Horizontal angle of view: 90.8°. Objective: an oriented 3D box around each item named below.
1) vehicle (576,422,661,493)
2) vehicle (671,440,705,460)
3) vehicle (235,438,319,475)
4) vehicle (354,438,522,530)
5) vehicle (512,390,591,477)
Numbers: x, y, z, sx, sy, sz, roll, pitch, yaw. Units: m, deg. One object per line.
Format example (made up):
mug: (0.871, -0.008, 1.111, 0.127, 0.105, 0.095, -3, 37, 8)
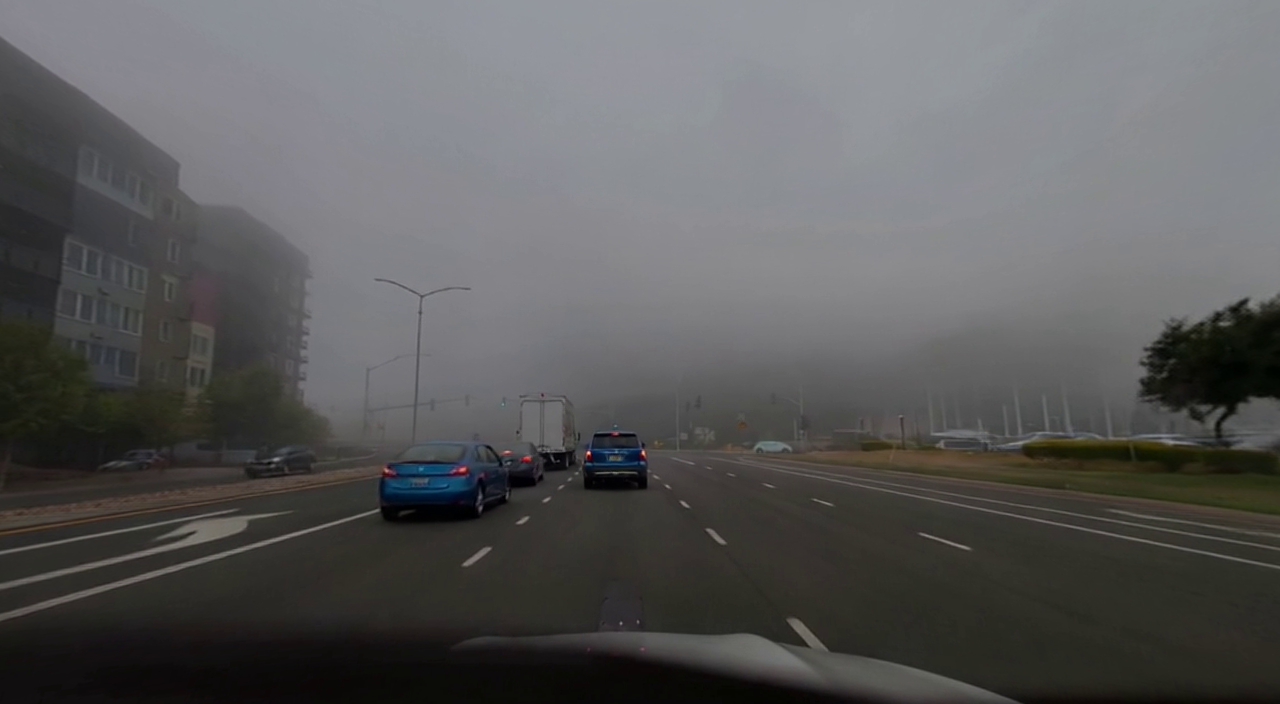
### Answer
vehicle: (-0.660, 3.155, 19.224, 2.260, 1.872, 4.578, 0, -8, -2)
vehicle: (3.732, 7.626, 49.365, 1.967, 1.480, 4.286, 1, -8, -5)
vehicle: (-19.683, 5.684, 34.516, 2.089, 1.861, 4.615, 1, -8, -4)
vehicle: (-3.654, 2.433, 12.342, 1.904, 1.460, 4.300, 0, -8, -1)
vehicle: (-4.380, 4.526, 34.277, 2.918, 3.741, 13.683, 0, -8, -3)
